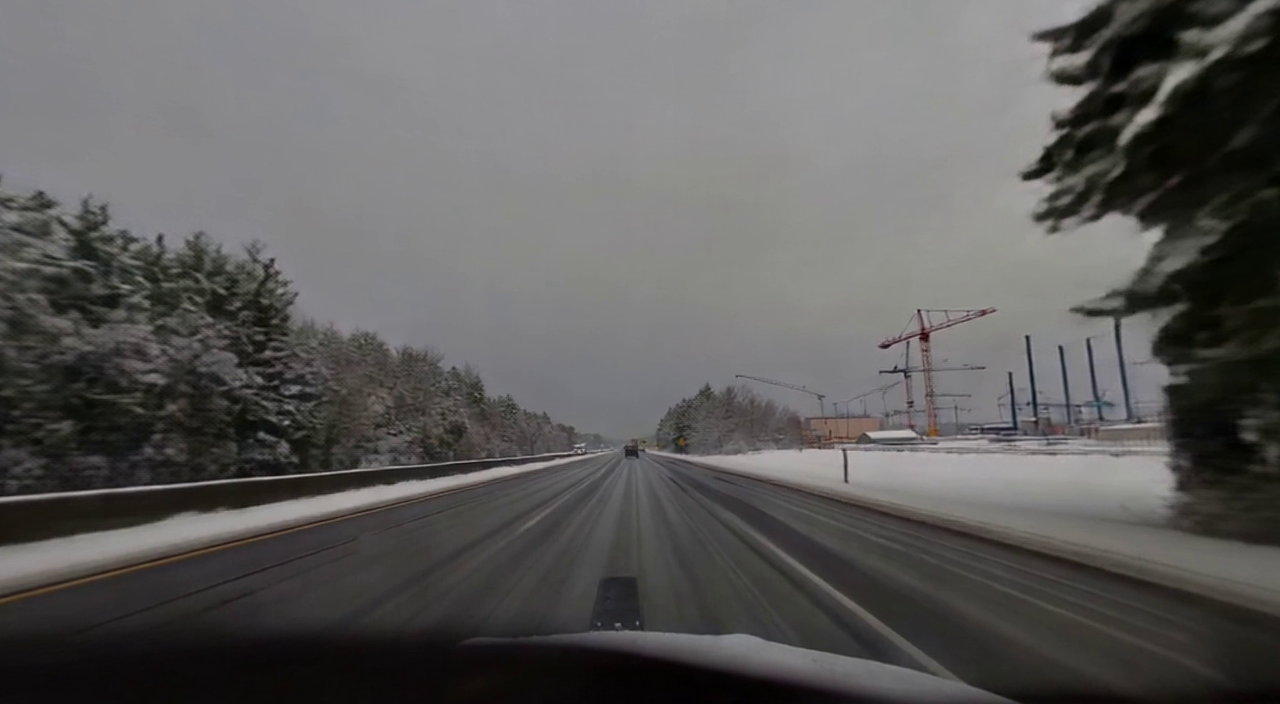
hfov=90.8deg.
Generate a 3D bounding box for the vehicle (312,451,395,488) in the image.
[{"bbox_3d":[-12.920,5.294,28.753,1.804,1.519,4.128,0,-9,0],"label":"vehicle"}]
